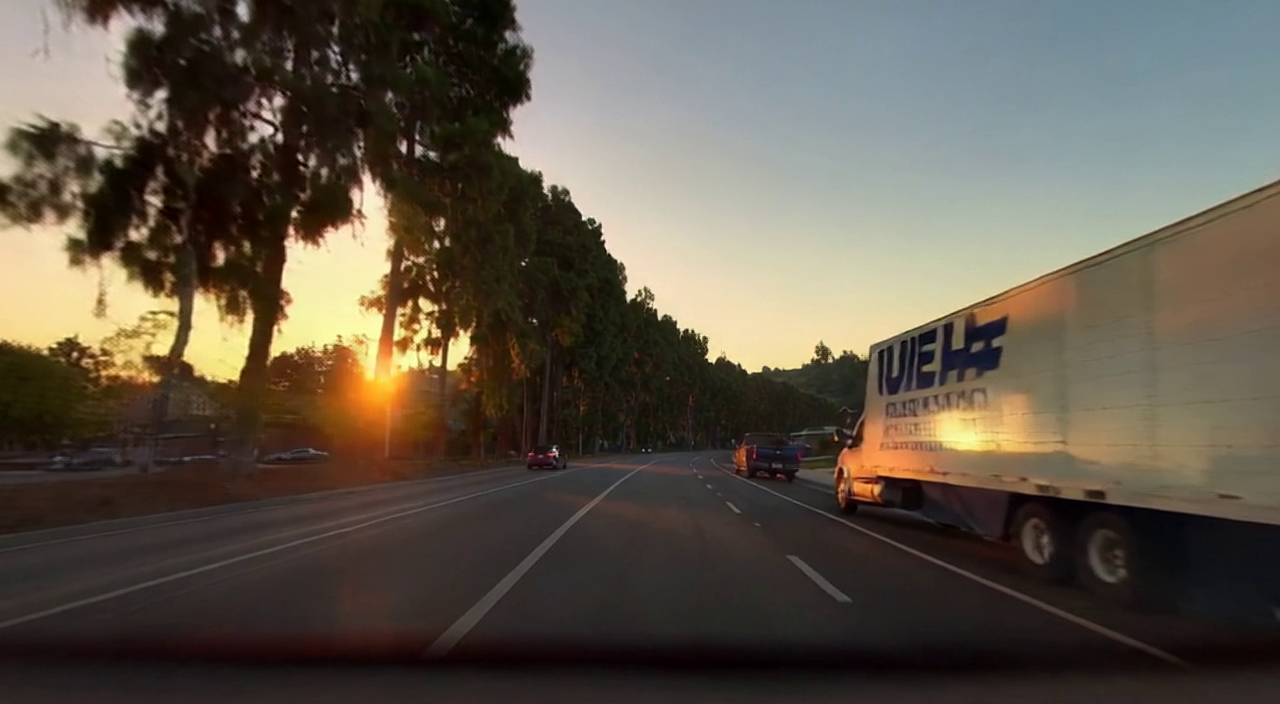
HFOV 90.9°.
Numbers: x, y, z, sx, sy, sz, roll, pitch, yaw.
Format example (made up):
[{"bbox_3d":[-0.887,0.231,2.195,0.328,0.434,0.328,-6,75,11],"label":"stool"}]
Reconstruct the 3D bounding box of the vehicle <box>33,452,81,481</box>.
[{"bbox_3d":[-37.065,7.210,40.025,1.989,1.587,4.182,9,-11,-43],"label":"vehicle"}]

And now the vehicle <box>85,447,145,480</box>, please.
[{"bbox_3d":[-28.985,6.080,34.734,2.118,1.670,4.487,8,-12,-42],"label":"vehicle"}]

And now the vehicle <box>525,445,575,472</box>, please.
[{"bbox_3d":[-5.175,6.189,36.909,2.060,1.473,4.645,0,-8,2],"label":"vehicle"}]

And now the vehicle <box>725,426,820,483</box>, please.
[{"bbox_3d":[5.208,4.181,25.977,2.695,2.013,6.661,0,-8,2],"label":"vehicle"}]
